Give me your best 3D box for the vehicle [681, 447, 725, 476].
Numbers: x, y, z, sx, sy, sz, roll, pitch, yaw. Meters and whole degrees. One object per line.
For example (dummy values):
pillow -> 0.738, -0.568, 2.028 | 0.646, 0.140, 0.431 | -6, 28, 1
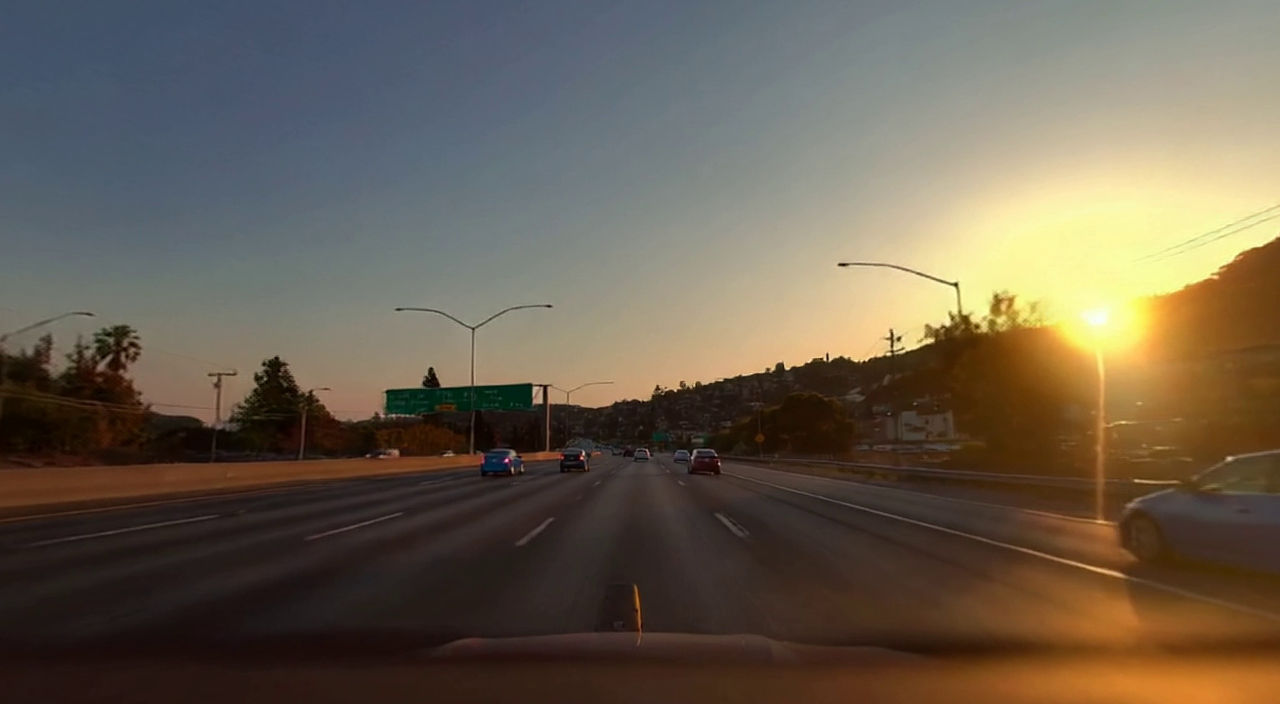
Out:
vehicle -> 3.625, 6.380, 36.939 | 2.077, 1.527, 4.553 | 0, -9, -1

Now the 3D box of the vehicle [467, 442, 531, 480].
vehicle -> -6.906, 5.346, 31.291 | 2.112, 1.721, 4.381 | 0, -9, 1

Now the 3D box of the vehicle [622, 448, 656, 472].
vehicle -> -0.069, 7.270, 42.627 | 2.166, 1.496, 4.158 | 0, -9, 0

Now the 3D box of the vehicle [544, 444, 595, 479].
vehicle -> -3.578, 5.616, 32.689 | 2.091, 1.664, 4.157 | 0, -9, 1

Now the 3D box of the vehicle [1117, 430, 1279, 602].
vehicle -> 6.938, 1.479, 5.512 | 1.981, 1.587, 4.519 | 0, -9, 0
